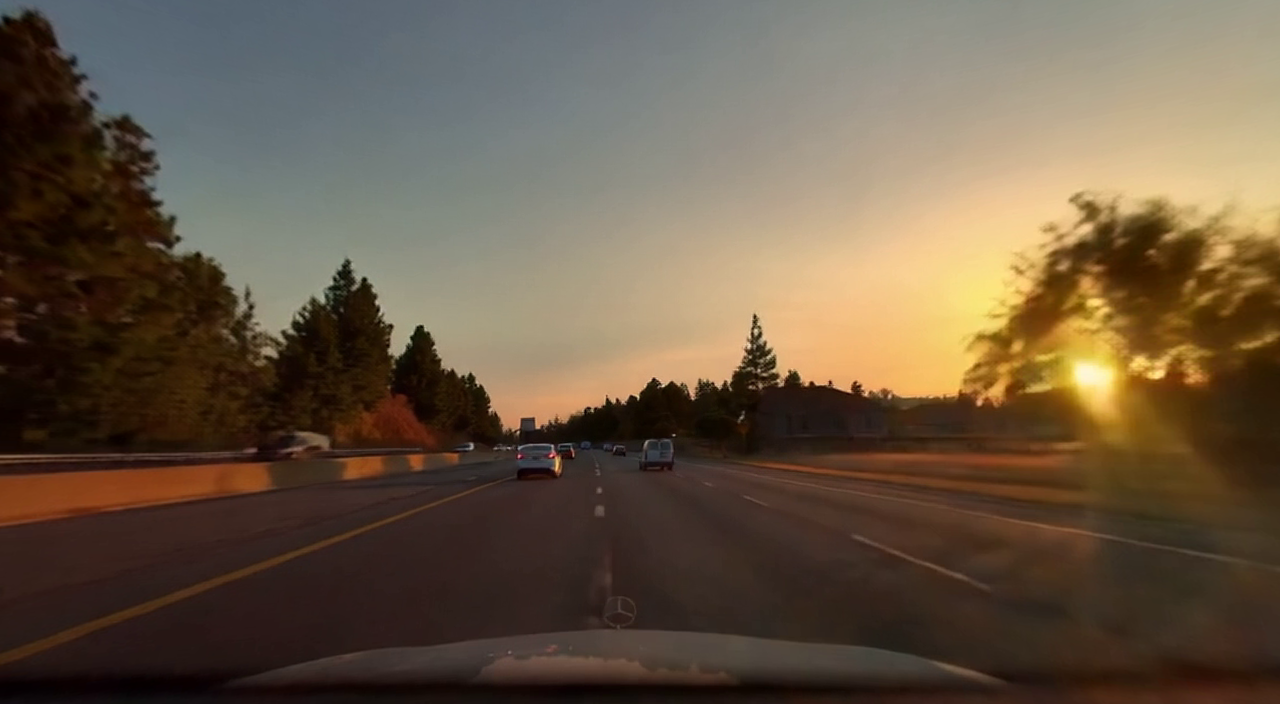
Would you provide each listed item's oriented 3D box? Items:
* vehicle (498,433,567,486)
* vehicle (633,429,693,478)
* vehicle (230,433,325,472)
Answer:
[{"bbox_3d":[-3.769,3.865,22.689,1.963,1.711,4.284,0,-9,-3],"label":"vehicle"},{"bbox_3d":[0.903,4.491,27.822,2.179,1.930,4.538,0,-9,-4],"label":"vehicle"},{"bbox_3d":[-17.102,4.769,29.841,2.031,1.718,4.506,0,-9,-4],"label":"vehicle"}]
